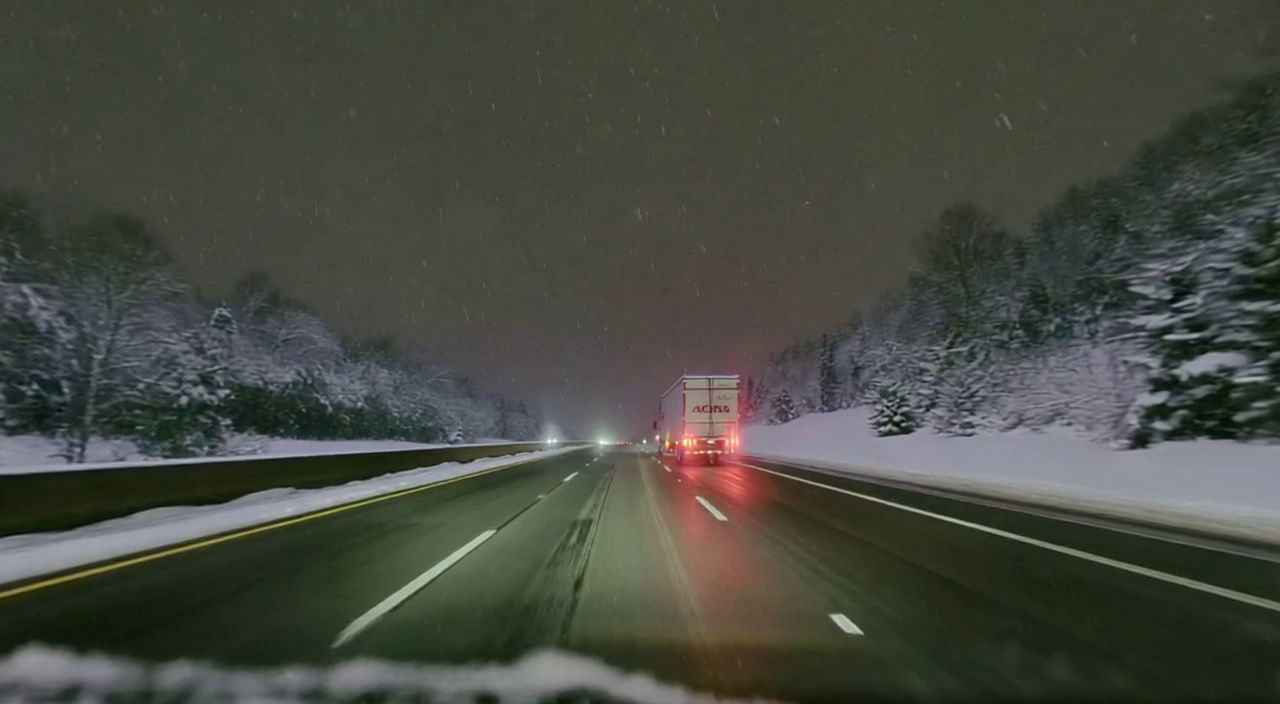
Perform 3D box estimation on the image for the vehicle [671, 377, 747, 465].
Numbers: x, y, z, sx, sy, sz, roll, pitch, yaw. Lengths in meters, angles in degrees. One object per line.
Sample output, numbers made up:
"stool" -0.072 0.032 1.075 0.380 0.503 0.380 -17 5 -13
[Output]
"vehicle" 3.399 3.770 33.434 2.880 3.986 9.103 0 -8 -1
